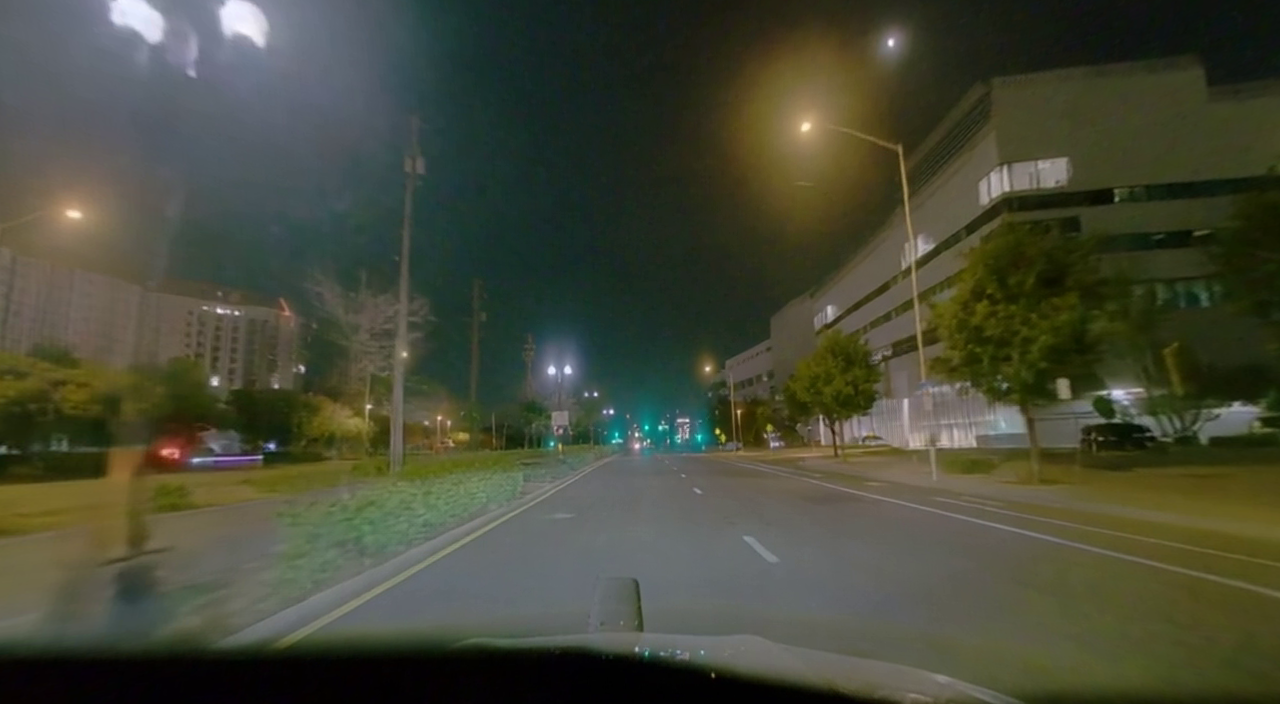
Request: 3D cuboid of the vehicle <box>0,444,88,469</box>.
[{"bbox_3d":[-38.611,6.771,41.085,1.913,1.545,4.055,1,-8,-4],"label":"vehicle"}]
